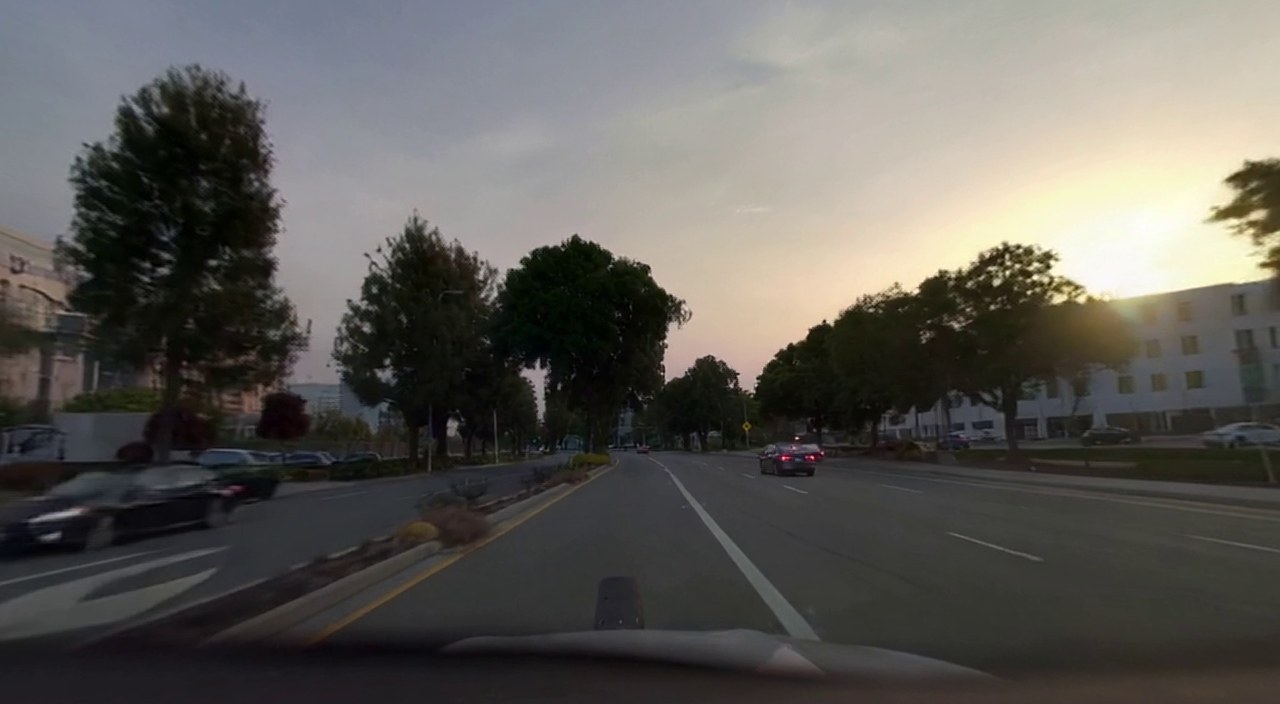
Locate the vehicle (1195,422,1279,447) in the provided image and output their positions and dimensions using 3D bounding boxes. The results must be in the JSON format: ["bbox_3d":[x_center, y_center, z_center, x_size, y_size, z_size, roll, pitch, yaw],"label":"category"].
[{"bbox_3d":[38.479,5.236,39.759,1.814,1.469,4.858,6,-11,-35],"label":"vehicle"}]

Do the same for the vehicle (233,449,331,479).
[{"bbox_3d":[-20.746,6.502,36.709,4.519,1.614,1.898,-1,-9,3],"label":"vehicle"}]

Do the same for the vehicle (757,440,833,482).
[{"bbox_3d":[6.648,4.718,27.618,2.181,1.639,4.127,0,-9,-1],"label":"vehicle"}]

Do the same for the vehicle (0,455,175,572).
[{"bbox_3d":[-9.465,2.337,9.311,1.865,1.503,4.375,-2,-9,1],"label":"vehicle"}]

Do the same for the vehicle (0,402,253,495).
[{"bbox_3d":[-21.300,3.989,26.320,8.324,3.550,2.670,0,-9,-2],"label":"vehicle"}]

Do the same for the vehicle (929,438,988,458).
[{"bbox_3d":[24.385,7.364,48.368,3.603,1.474,1.634,0,-9,-2],"label":"vehicle"}]
